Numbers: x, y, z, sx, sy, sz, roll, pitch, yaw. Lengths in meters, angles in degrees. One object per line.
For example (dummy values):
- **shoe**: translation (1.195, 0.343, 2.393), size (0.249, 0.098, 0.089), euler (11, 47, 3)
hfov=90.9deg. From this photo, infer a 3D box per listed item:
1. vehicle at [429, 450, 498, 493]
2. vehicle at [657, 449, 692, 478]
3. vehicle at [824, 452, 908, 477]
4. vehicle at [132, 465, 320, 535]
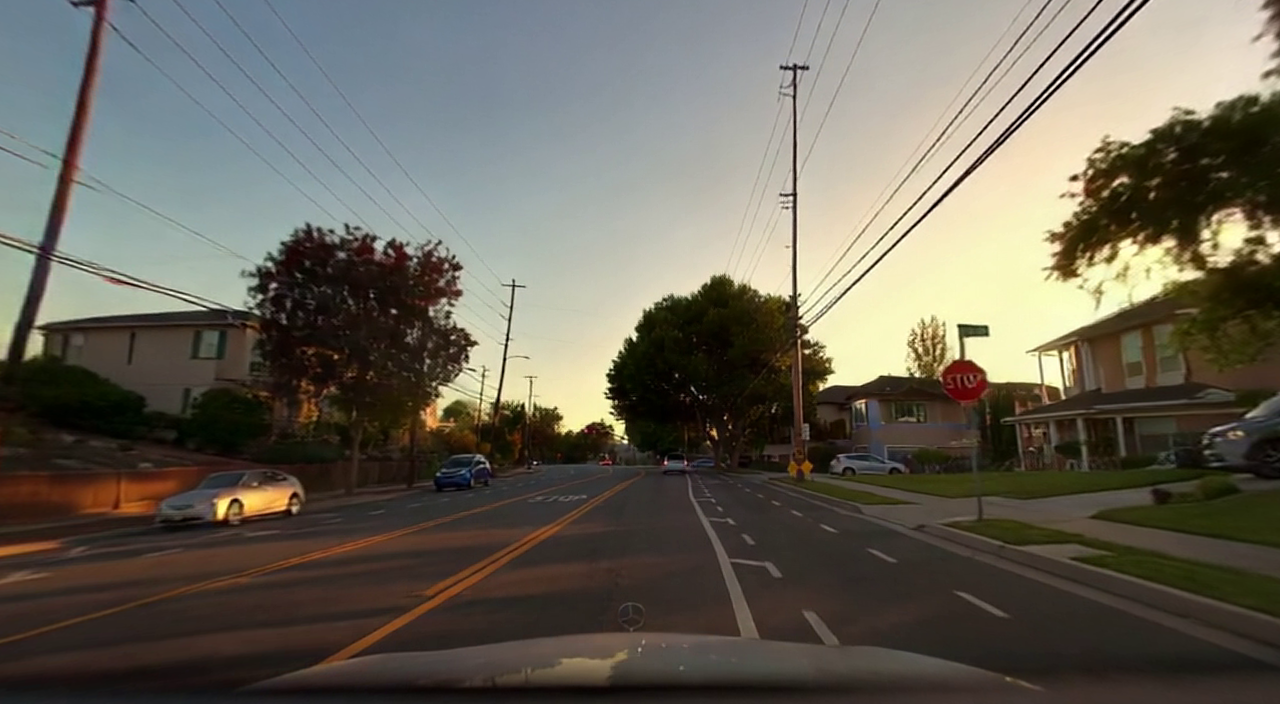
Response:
- **vehicle**: translation (-9.400, 6.370, 34.122), size (1.998, 2.047, 5.167), euler (-1, -8, 3)
- **vehicle**: translation (2.468, 7.930, 45.199), size (2.284, 1.741, 4.702), euler (2, -8, 4)
- **vehicle**: translation (14.491, 7.237, 40.597), size (4.648, 1.511, 1.919), euler (0, -8, 1)
- **vehicle**: translation (-10.792, 3.861, 16.949), size (1.965, 1.455, 4.472), euler (0, -8, 1)
